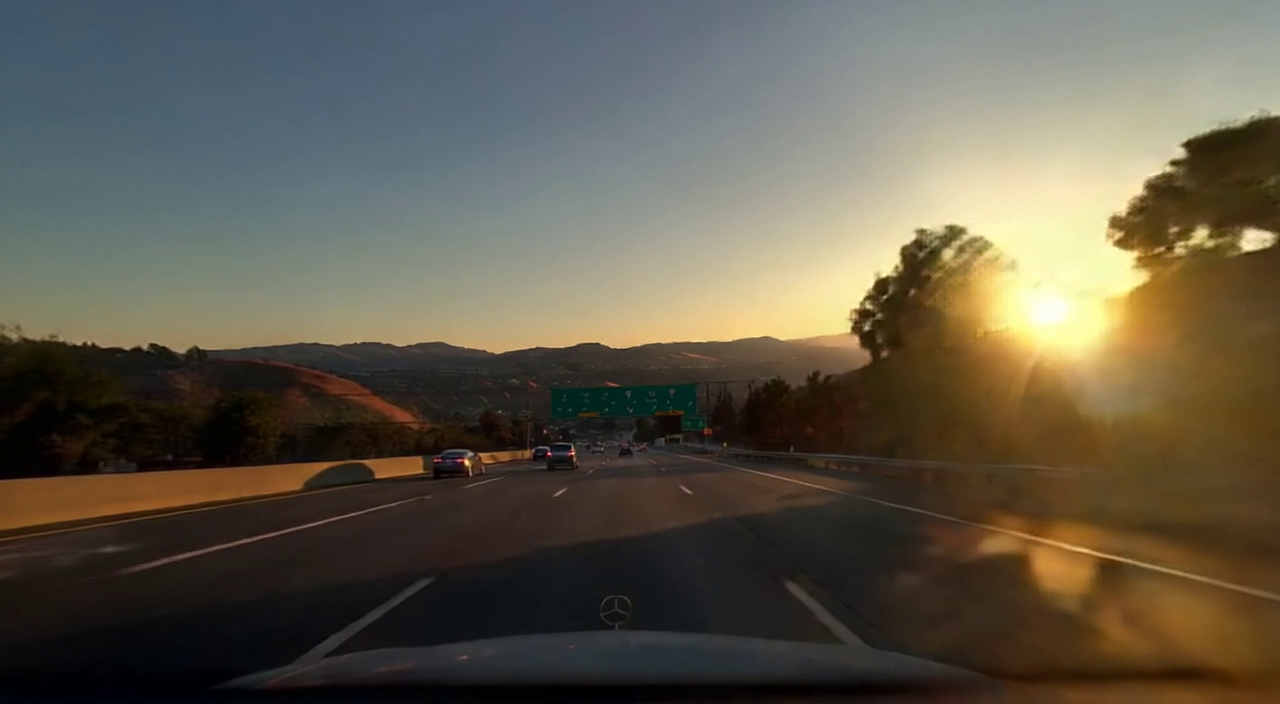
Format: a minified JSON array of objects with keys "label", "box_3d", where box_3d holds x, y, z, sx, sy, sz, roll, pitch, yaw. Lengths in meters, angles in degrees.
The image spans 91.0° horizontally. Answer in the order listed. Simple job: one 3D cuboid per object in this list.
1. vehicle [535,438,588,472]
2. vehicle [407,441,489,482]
[{"label":"vehicle","box_3d":[-4.122,5.454,33.791,2.200,1.662,5.091,0,-8,0]},{"label":"vehicle","box_3d":[-7.900,4.514,26.383,1.924,1.519,4.791,0,-8,0]}]
